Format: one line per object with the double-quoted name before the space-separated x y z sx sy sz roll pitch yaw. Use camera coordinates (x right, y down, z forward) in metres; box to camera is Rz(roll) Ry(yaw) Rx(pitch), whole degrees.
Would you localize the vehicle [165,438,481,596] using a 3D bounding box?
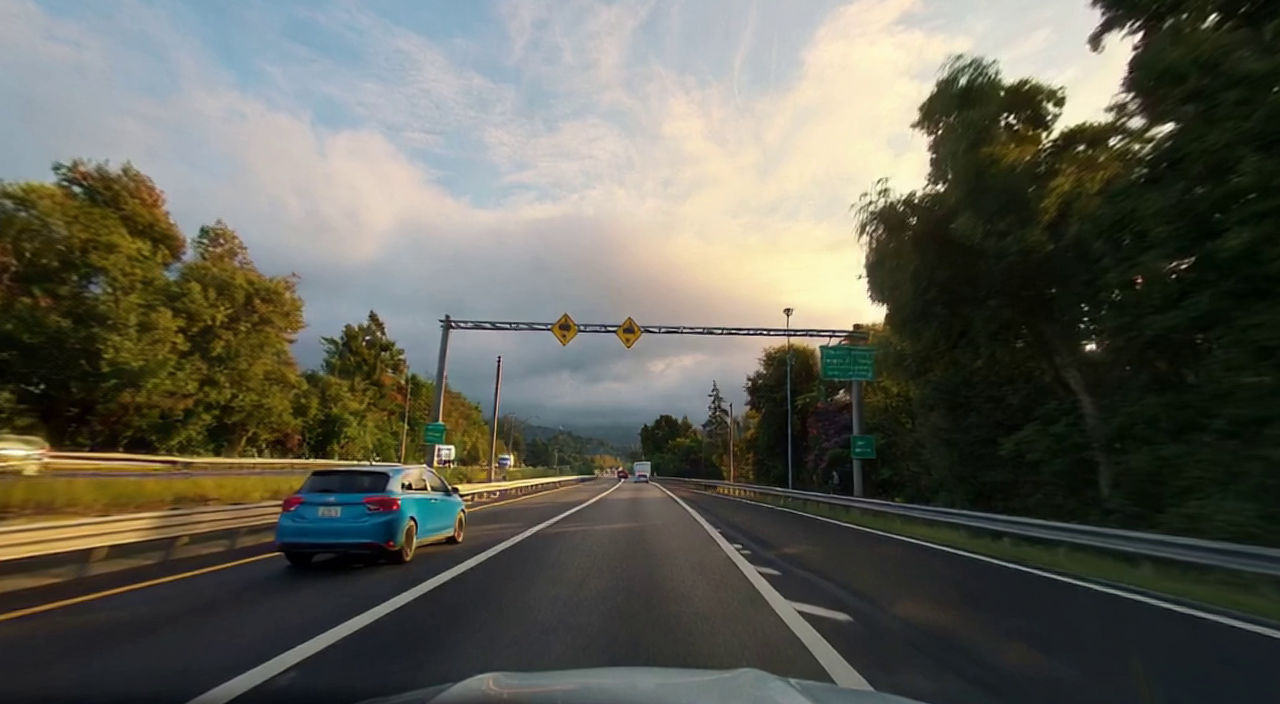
"vehicle" -3.775 2.070 8.625 1.967 1.556 4.364 0 -10 1
